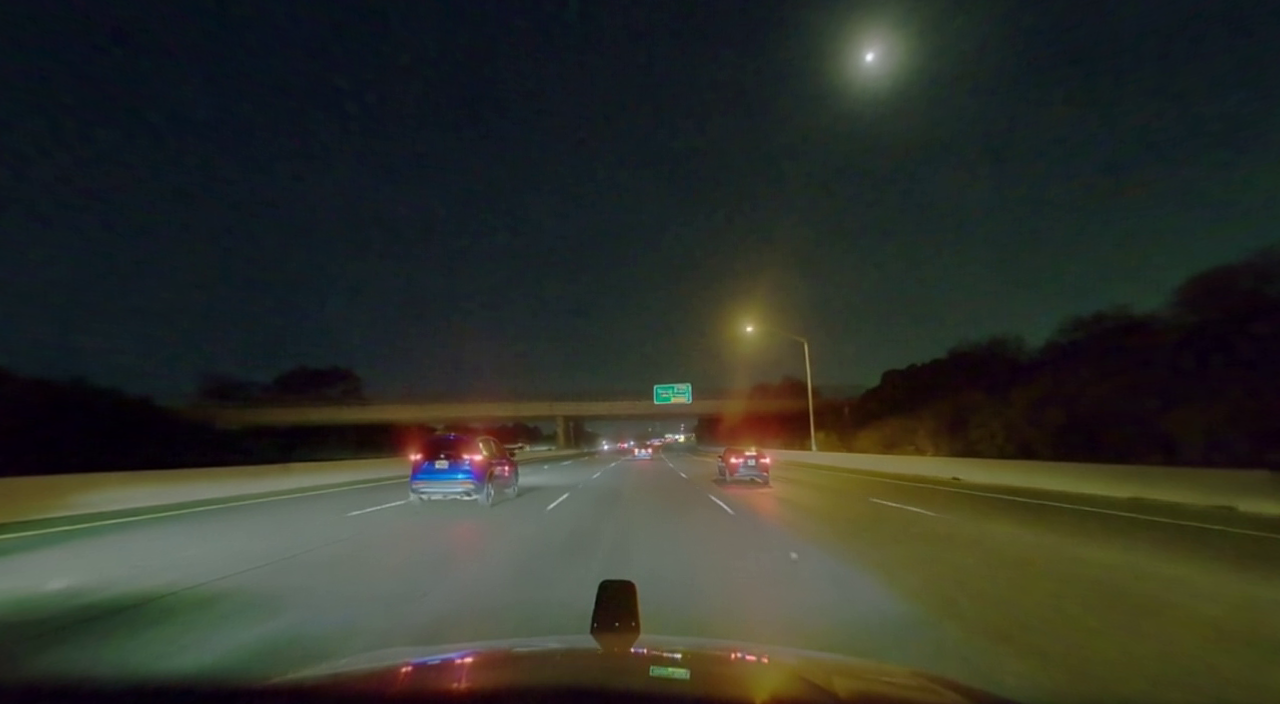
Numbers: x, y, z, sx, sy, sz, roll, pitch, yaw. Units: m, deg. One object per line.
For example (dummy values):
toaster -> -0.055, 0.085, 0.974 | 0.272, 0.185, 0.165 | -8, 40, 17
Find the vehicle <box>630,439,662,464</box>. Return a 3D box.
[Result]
vehicle -> 0.473, 7.774, 49.655 | 2.428, 1.841, 4.402 | 0, -8, 1

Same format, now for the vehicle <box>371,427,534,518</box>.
vehicle -> -3.725, 2.477, 13.503 | 2.193, 1.641, 4.077 | 0, -8, 0

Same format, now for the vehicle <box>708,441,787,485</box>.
vehicle -> 3.821, 4.041, 23.307 | 2.083, 1.453, 4.307 | 0, -8, -1
